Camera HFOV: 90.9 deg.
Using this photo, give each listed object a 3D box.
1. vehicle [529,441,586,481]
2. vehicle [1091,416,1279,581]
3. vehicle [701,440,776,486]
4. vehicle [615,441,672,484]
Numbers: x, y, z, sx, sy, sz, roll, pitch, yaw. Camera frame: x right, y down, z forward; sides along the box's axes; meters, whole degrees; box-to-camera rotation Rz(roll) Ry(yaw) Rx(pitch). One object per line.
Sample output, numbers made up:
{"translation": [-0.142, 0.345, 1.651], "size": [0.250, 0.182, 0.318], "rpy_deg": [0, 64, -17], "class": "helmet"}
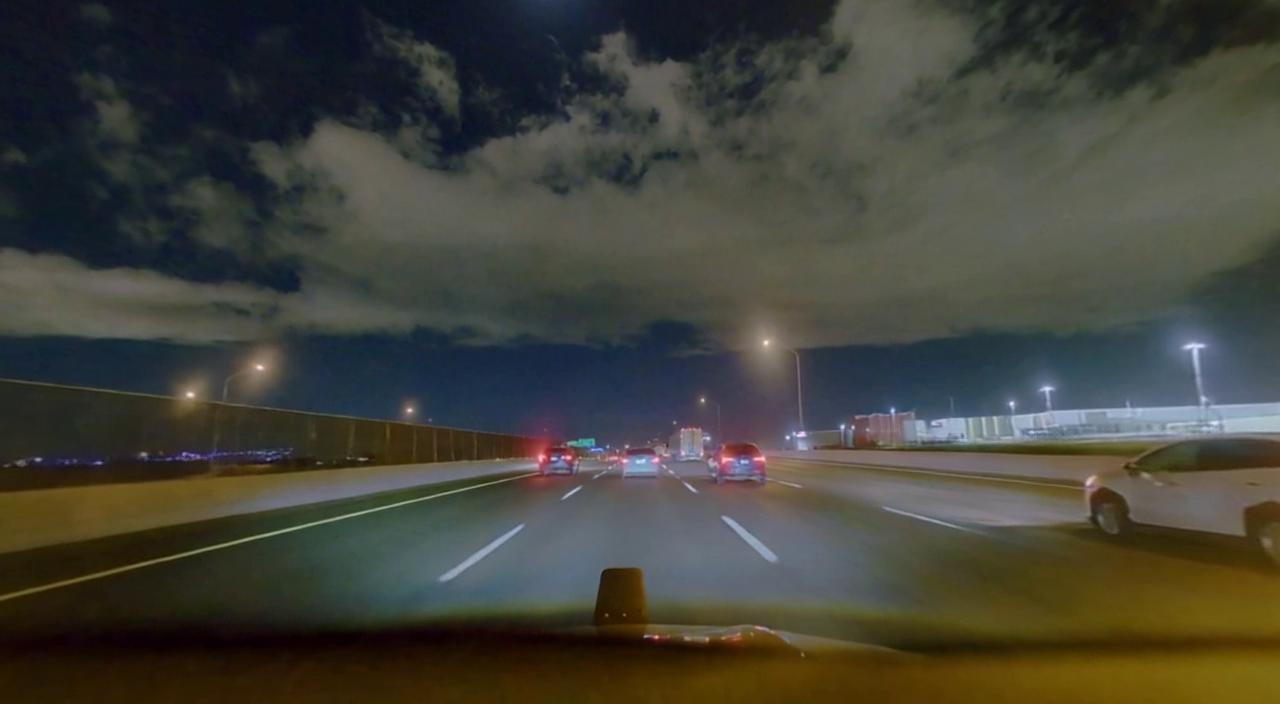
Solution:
{"translation": [-3.690, 4.914, 28.890], "size": [2.036, 1.669, 4.112], "rpy_deg": [0, -8, 1], "class": "vehicle"}
{"translation": [6.896, 1.419, 6.279], "size": [1.860, 1.520, 3.961], "rpy_deg": [0, -8, 0], "class": "vehicle"}
{"translation": [3.402, 3.931, 22.679], "size": [1.942, 1.453, 4.329], "rpy_deg": [0, -8, -1], "class": "vehicle"}
{"translation": [0.129, 4.362, 25.307], "size": [2.067, 1.555, 4.851], "rpy_deg": [0, -8, 0], "class": "vehicle"}
